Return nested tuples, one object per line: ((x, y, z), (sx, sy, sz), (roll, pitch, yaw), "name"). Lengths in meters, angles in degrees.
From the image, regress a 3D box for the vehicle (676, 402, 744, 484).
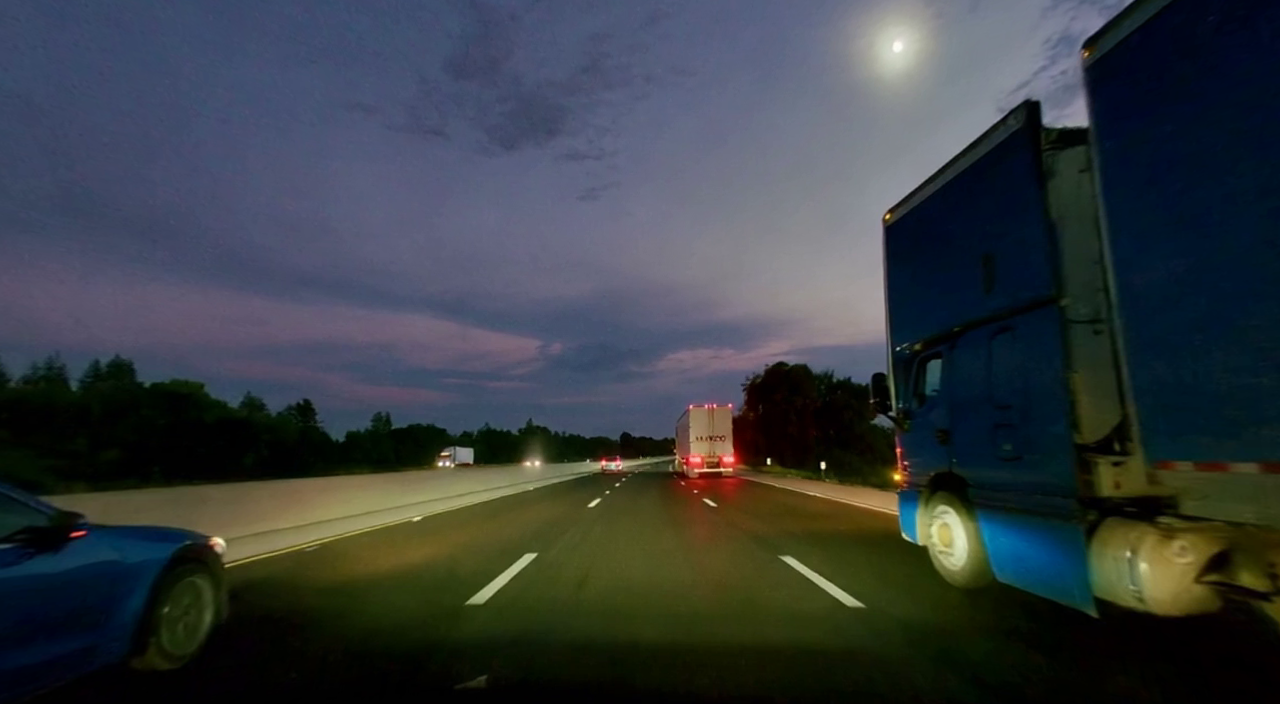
((3.837, 5.654, 38.235), (2.832, 4.034, 13.924), (0, -10, 1), "vehicle")

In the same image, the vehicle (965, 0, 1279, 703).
((4.721, -0.353, 1.754), (3.300, 4.237, 7.728), (0, -9, 0), "vehicle")

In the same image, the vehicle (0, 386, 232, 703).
((-3.646, 0.804, 1.860), (1.945, 1.537, 4.294), (0, -9, 1), "vehicle")

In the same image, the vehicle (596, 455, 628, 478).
((-1.903, 7.876, 43.582), (1.935, 1.470, 4.063), (0, -9, 1), "vehicle")
